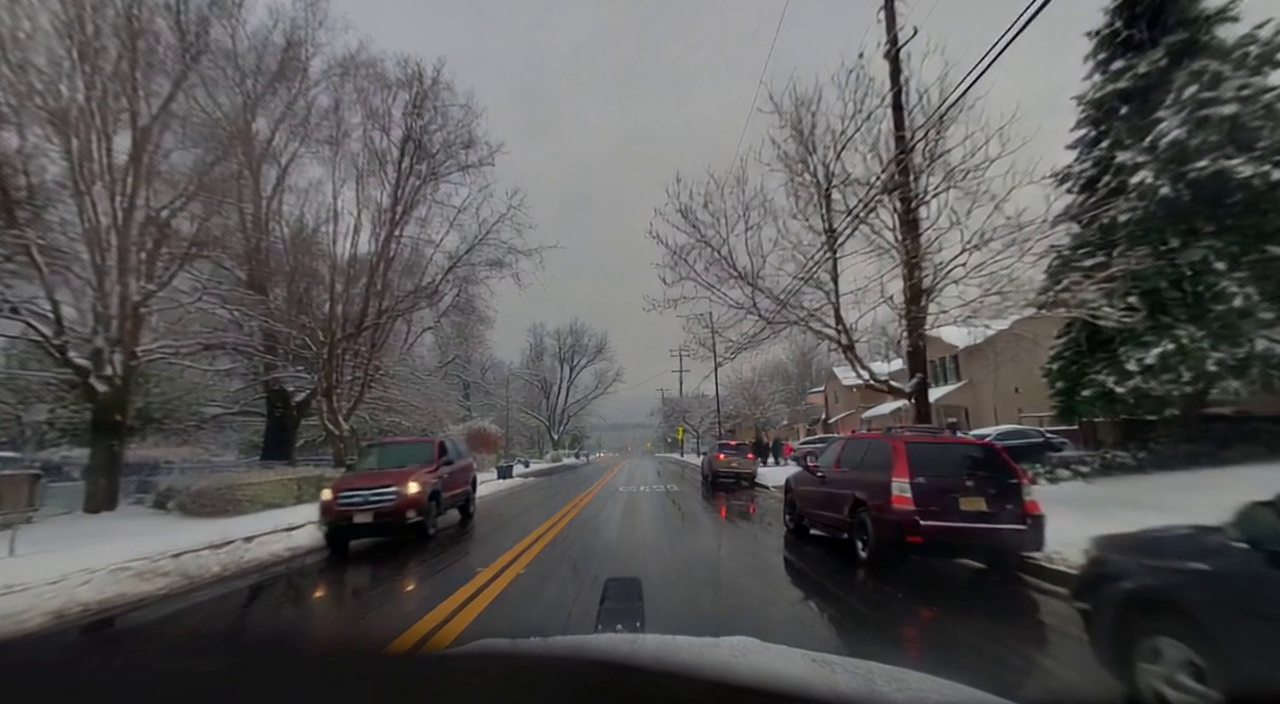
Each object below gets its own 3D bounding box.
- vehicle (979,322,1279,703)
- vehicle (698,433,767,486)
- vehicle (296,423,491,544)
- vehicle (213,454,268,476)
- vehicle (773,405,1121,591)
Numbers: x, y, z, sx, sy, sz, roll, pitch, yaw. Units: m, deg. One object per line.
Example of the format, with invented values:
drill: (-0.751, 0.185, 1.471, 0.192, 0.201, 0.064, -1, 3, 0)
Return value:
vehicle: (3.383, 0.701, 1.750, 2.137, 1.761, 4.697, 0, -9, -2)
vehicle: (3.462, 4.108, 24.420, 1.949, 1.807, 4.224, 2, -9, -1)
vehicle: (-4.514, 2.447, 12.412, 2.074, 1.836, 4.365, -3, -9, 0)
vehicle: (-29.102, 8.189, 45.969, 4.558, 1.495, 1.925, -7, -11, 38)
vehicle: (3.478, 1.755, 8.495, 2.125, 1.772, 4.629, 0, -9, -3)
